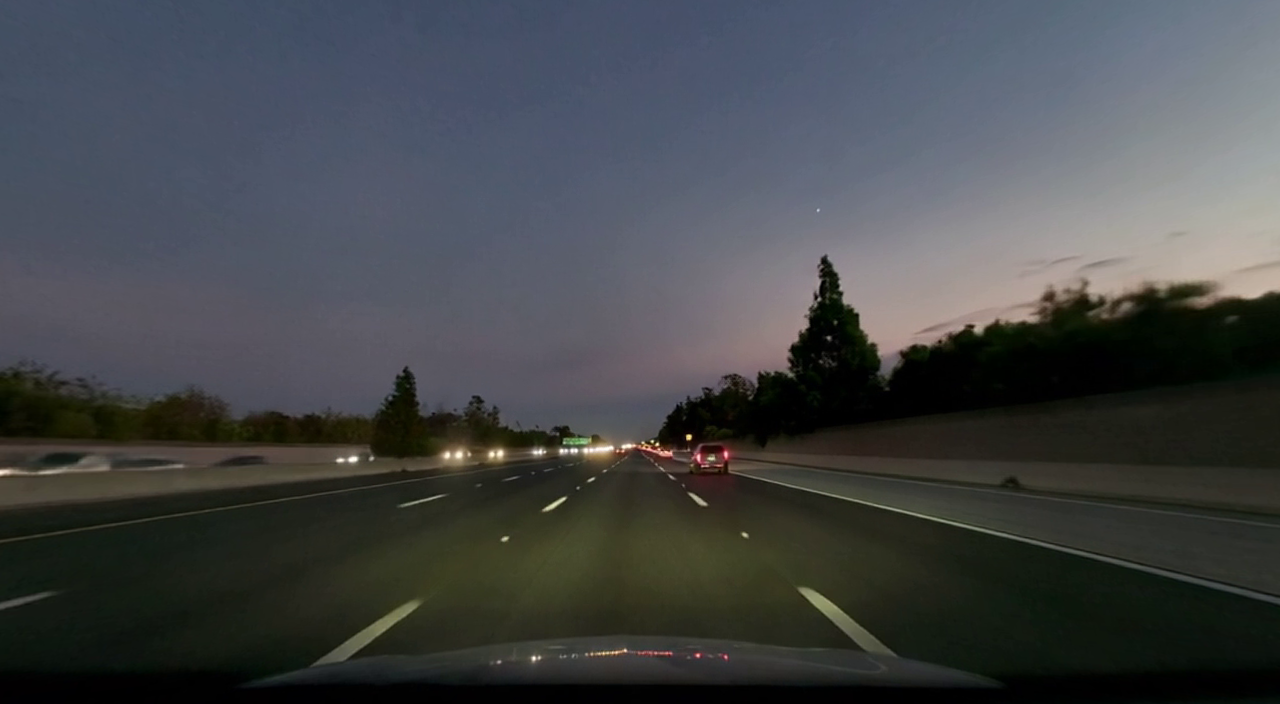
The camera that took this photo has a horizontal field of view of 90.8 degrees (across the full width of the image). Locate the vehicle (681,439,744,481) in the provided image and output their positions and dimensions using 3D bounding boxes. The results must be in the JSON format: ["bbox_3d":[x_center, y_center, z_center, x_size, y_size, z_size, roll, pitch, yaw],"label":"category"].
[{"bbox_3d":[3.058,4.671,27.584,2.130,1.677,4.317,0,-9,-2],"label":"vehicle"}]

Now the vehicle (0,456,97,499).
[{"bbox_3d":[-23.801,4.804,24.524,1.797,1.499,4.020,0,-9,0],"label":"vehicle"}]
